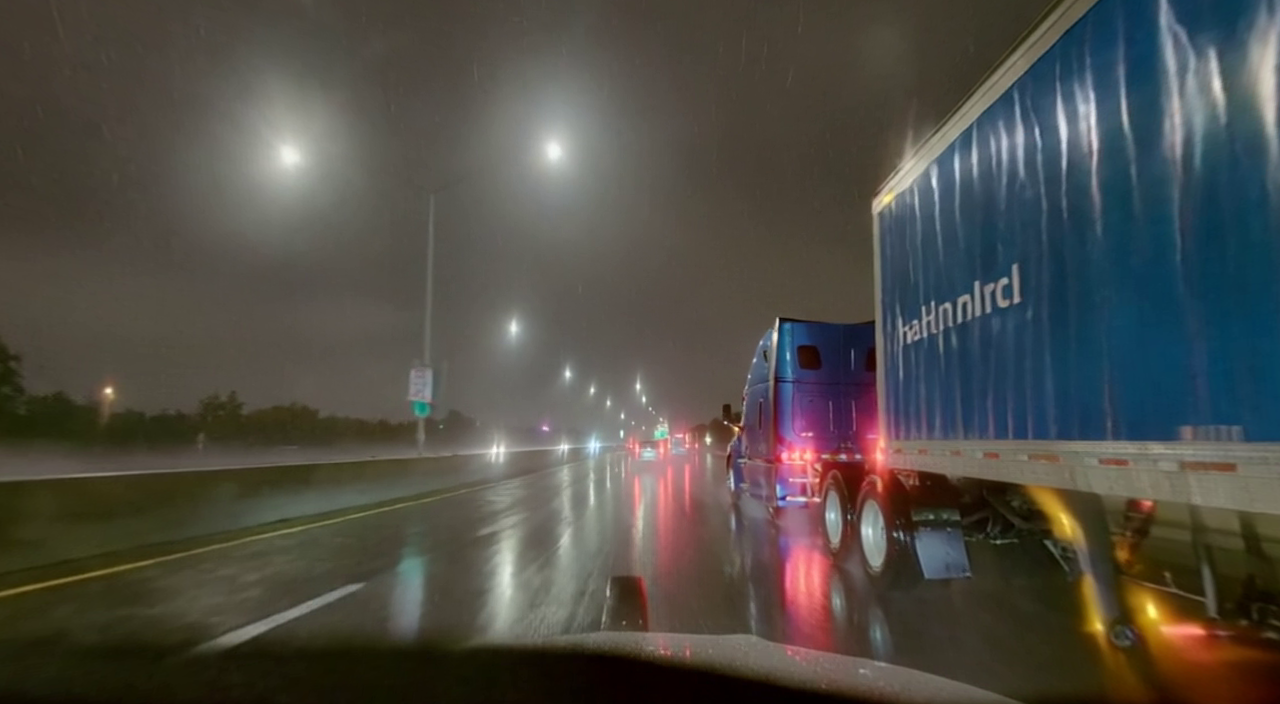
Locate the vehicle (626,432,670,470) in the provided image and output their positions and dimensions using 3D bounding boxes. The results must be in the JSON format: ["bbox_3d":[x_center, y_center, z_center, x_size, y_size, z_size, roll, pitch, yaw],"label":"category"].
[{"bbox_3d":[0.440,5.324,33.947,2.205,1.860,4.301,0,-9,1],"label":"vehicle"}]

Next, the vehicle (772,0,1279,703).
[{"bbox_3d":[3.943,-0.008,4.259,3.019,4.145,16.453,0,-9,2],"label":"vehicle"}]
